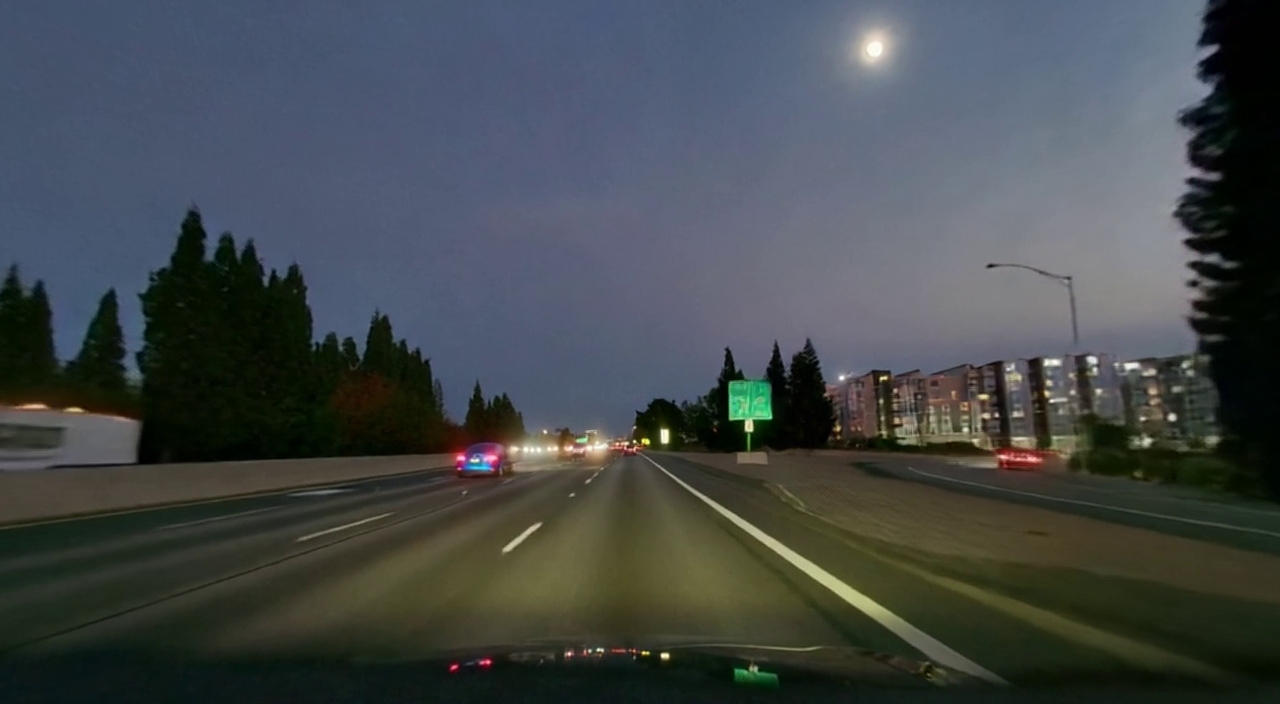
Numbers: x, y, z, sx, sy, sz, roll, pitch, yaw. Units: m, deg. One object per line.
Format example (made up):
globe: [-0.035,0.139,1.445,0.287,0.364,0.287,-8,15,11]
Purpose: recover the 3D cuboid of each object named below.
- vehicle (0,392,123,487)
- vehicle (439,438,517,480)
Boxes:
vehicle: [-29.419,3.825,27.631,2.862,4.134,12.781,0,-9,-1]
vehicle: [-6.763,4.527,26.966,2.016,1.606,4.806,0,-8,1]
